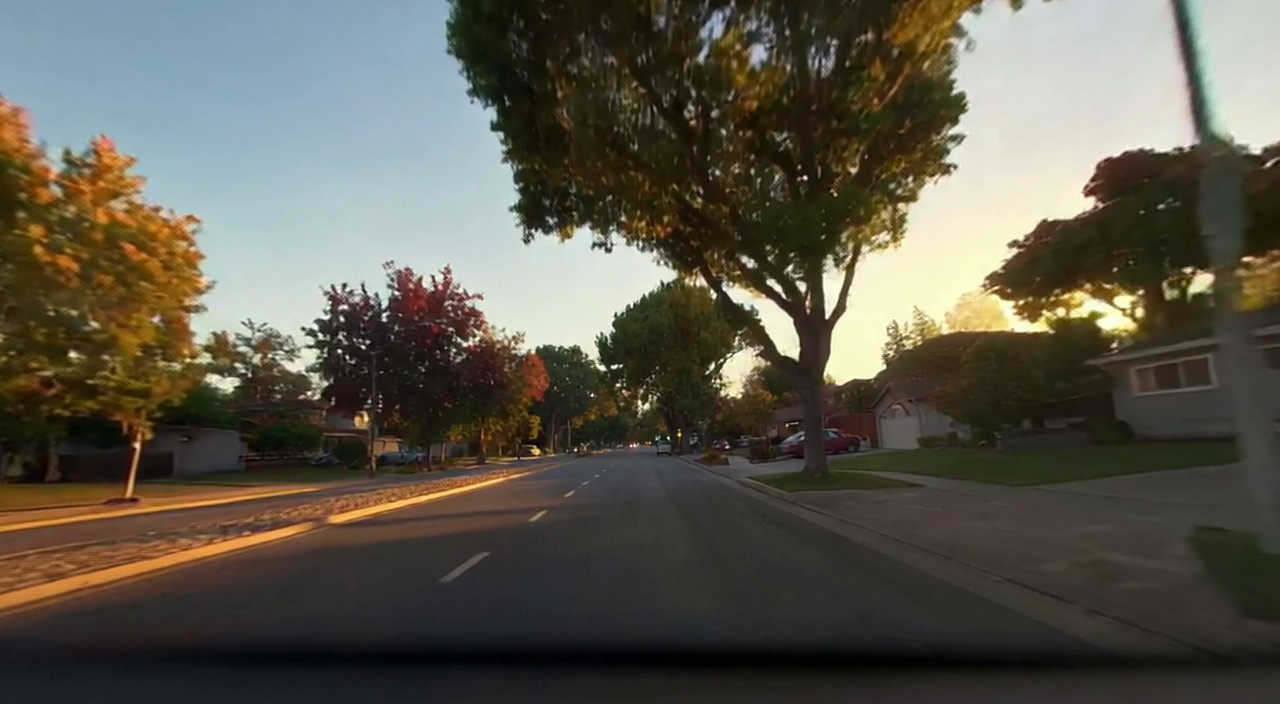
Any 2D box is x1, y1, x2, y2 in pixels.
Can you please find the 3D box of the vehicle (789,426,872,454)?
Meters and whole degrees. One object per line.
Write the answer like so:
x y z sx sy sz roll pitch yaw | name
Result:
11.851 5.537 39.552 4.545 1.680 2.001 -1 -8 4 | vehicle
